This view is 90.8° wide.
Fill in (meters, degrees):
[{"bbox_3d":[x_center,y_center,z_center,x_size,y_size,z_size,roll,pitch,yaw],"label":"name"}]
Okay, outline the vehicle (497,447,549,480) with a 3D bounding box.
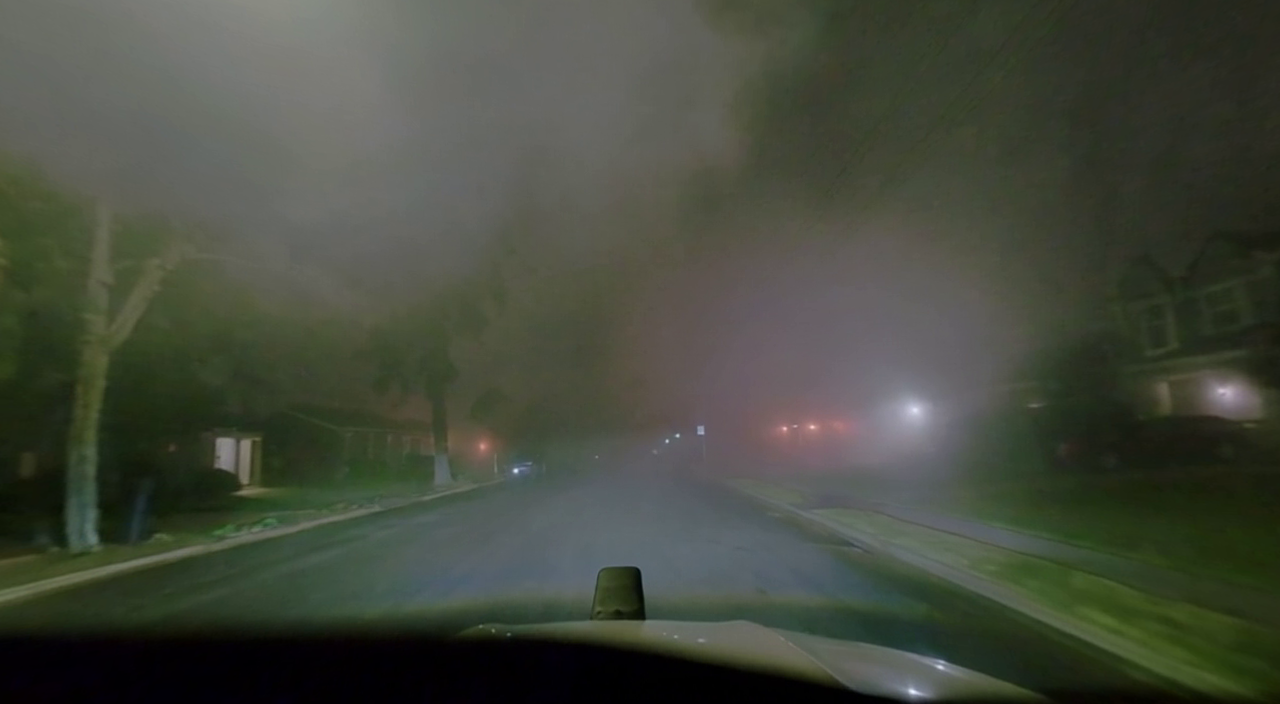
[{"bbox_3d":[-6.601,6.321,36.140,2.078,1.745,5.119,0,-9,-1],"label":"vehicle"}]
